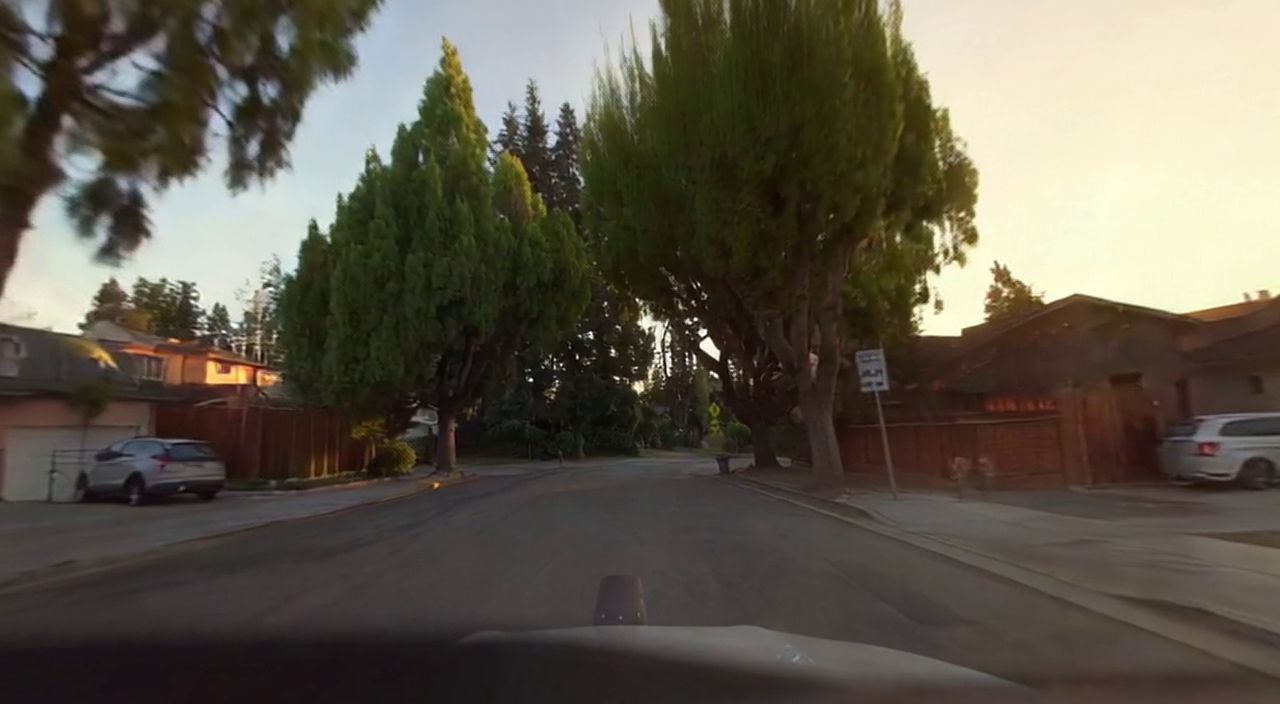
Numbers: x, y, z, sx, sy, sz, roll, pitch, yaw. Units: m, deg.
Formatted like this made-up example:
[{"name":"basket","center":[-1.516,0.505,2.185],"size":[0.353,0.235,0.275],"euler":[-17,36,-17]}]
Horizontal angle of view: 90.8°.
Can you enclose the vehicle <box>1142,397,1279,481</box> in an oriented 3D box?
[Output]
[{"name":"vehicle","center":[13.128,1.786,12.980],"size":[3.780,1.601,2.025],"euler":[-2,-9,13]}]

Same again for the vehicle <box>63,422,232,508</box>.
[{"name":"vehicle","center":[-12.411,2.768,15.849],"size":[4.656,1.835,2.039],"euler":[-6,-11,37]}]
